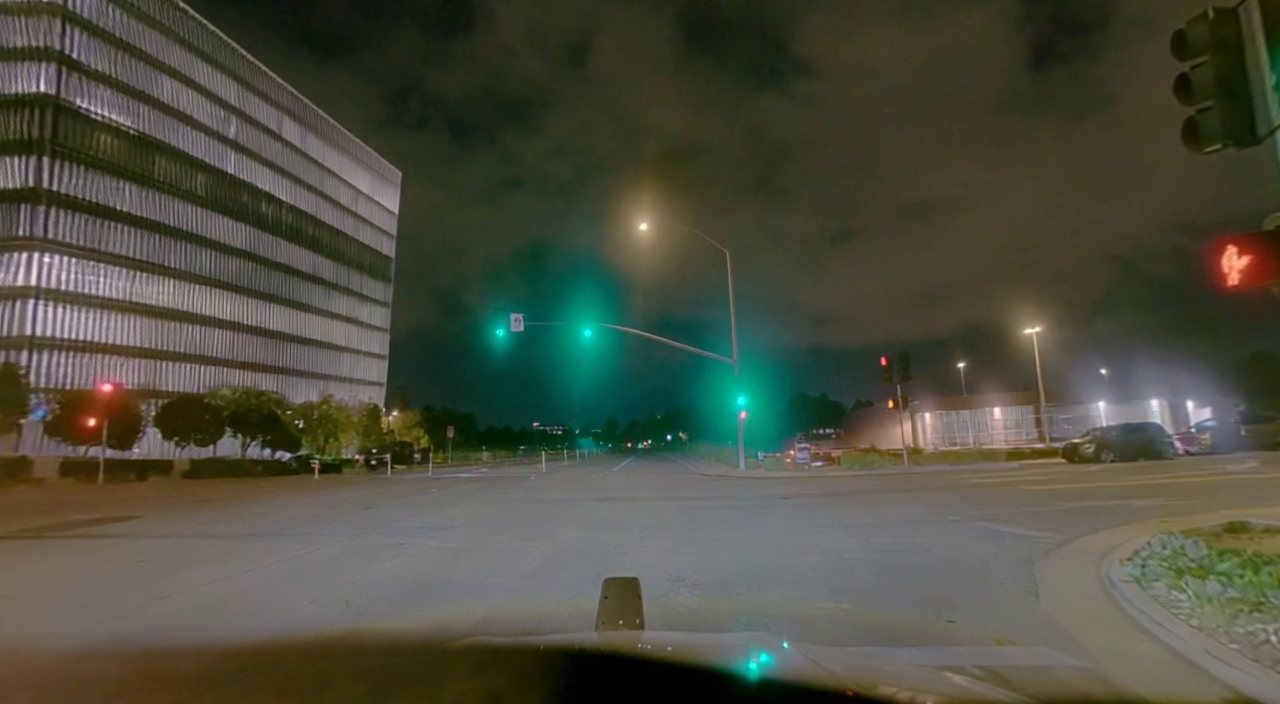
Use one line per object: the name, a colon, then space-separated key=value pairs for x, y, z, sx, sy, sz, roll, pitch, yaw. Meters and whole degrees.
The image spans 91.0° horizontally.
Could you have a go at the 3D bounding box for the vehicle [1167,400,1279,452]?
vehicle: x=24.405 y=3.024 z=25.186 sx=2.109 sy=1.836 sz=5.080 roll=-2 pitch=-10 yaw=0

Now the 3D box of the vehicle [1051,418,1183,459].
vehicle: x=19.071 y=3.519 z=25.493 sx=1.834 sy=1.480 sz=4.458 roll=0 pitch=-9 yaw=-1

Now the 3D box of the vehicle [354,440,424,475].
vehicle: x=-14.895 y=6.305 z=37.741 sx=2.091 sy=1.915 sz=5.040 roll=0 pitch=-9 yaw=0

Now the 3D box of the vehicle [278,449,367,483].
vehicle: x=-14.808 y=5.309 z=29.653 sx=1.790 sy=1.437 sz=4.349 roll=0 pitch=-9 yaw=2

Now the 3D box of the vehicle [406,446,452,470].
vehicle: x=-15.135 y=7.606 z=45.364 sx=1.932 sy=1.605 sz=4.146 roll=1 pitch=-9 yaw=-1
